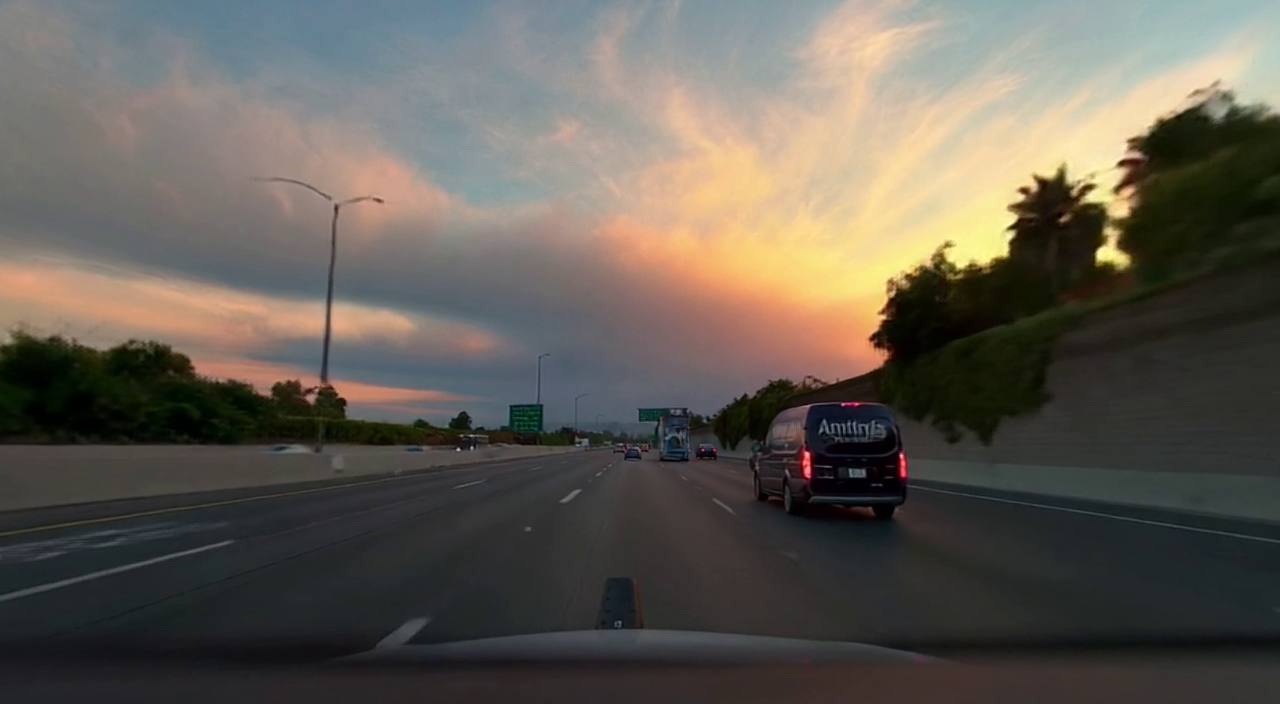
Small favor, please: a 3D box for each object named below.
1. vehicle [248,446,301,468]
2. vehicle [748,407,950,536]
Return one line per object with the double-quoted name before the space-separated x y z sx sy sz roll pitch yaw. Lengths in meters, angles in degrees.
"vehicle" -25.368 7.289 43.973 1.576 1.408 3.540 0 -9 0
"vehicle" 3.582 2.163 12.015 2.035 1.931 4.841 0 -9 -2
